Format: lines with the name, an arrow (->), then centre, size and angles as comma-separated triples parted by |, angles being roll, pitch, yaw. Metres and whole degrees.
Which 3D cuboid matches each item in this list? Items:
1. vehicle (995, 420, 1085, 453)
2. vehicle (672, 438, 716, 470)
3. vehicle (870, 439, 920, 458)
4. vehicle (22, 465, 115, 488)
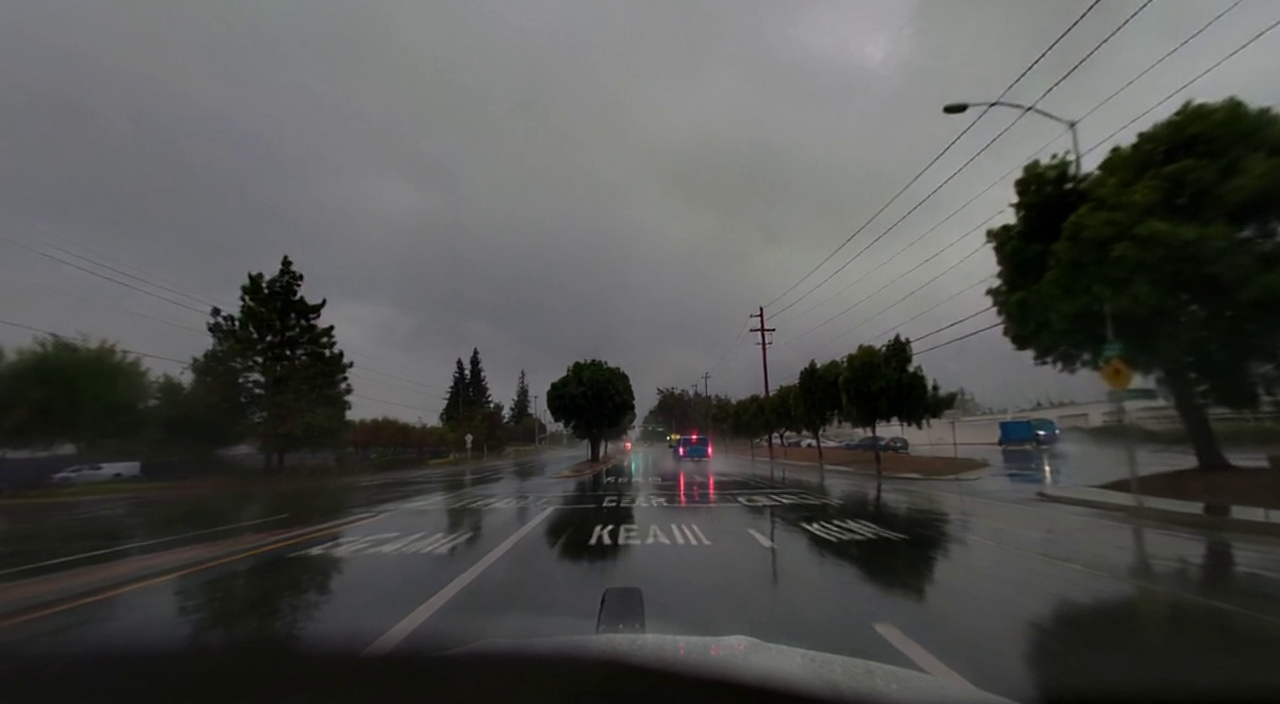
vehicle -> 29.584, 6.351, 47.066 | 2.406, 2.215, 6.315 | -2, -8, -1
vehicle -> 3.120, 6.056, 37.742 | 2.086, 1.803, 4.607 | 0, -8, -2
vehicle -> 19.995, 7.597, 49.772 | 1.980, 1.423, 4.793 | 0, -8, 0
vehicle -> -40.508, 8.806, 44.858 | 4.585, 1.482, 1.937 | 0, -8, -2
